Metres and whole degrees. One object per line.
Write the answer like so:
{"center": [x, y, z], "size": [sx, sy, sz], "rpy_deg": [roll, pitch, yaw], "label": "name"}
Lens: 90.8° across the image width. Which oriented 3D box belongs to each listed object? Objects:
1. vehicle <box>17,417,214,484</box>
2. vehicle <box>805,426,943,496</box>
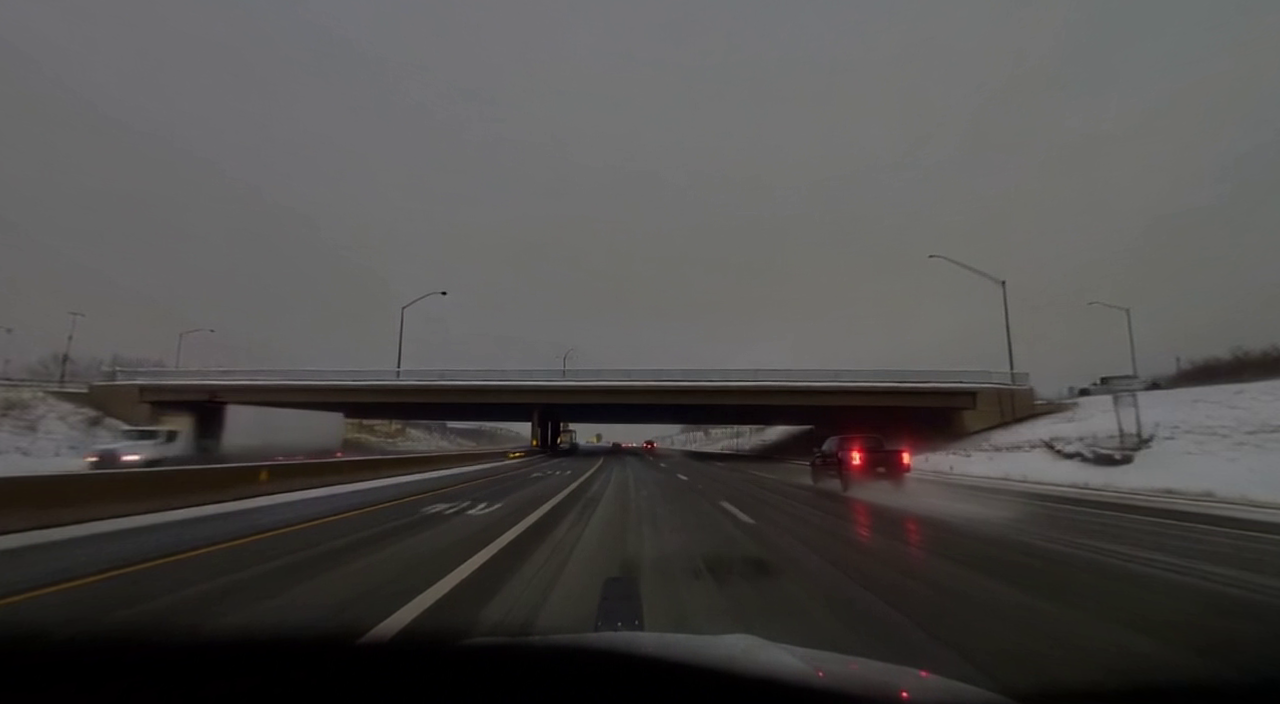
{"center": [-18.566, 3.547, 22.901], "size": [2.304, 2.114, 5.659], "rpy_deg": [0, -8, -1], "label": "vehicle"}
{"center": [6.448, 3.061, 18.117], "size": [2.104, 1.723, 4.538], "rpy_deg": [0, -8, -2], "label": "vehicle"}
